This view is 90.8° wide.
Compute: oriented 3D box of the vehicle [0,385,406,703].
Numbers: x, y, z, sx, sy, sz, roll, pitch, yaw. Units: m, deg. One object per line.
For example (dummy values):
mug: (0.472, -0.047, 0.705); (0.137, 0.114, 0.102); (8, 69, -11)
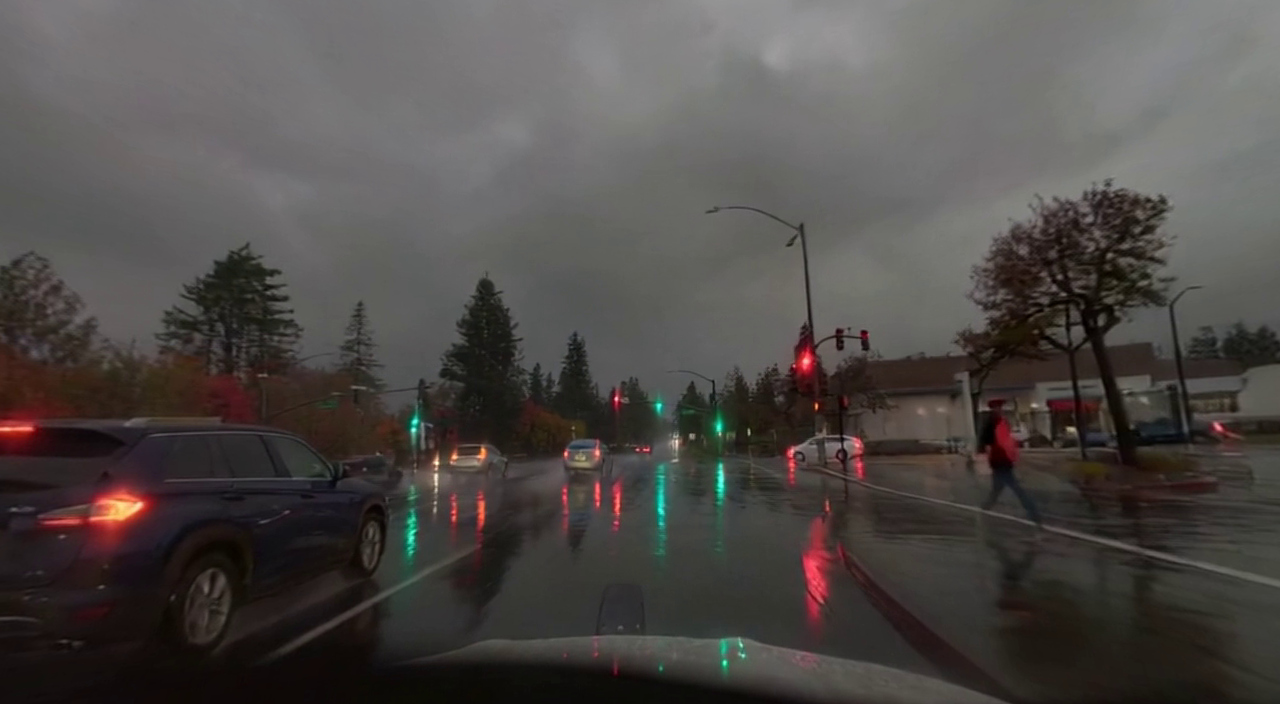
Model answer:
vehicle: (-3.751, 1.295, 5.062); (2.002, 1.664, 4.113); (0, -8, 3)

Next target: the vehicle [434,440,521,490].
vehicle: (-6.706, 4.690, 26.617); (2.160, 1.779, 4.549); (-4, -9, 4)

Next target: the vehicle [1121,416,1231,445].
vehicle: (32.593, 4.838, 38.642); (4.852, 1.680, 1.997); (-6, -10, 35)

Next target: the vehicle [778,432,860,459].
vehicle: (12.196, 6.377, 43.202); (4.916, 1.746, 2.077); (-6, -10, 35)

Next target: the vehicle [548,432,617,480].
vehicle: (-2.386, 4.541, 27.487); (2.167, 1.832, 4.679); (-2, -10, 5)
